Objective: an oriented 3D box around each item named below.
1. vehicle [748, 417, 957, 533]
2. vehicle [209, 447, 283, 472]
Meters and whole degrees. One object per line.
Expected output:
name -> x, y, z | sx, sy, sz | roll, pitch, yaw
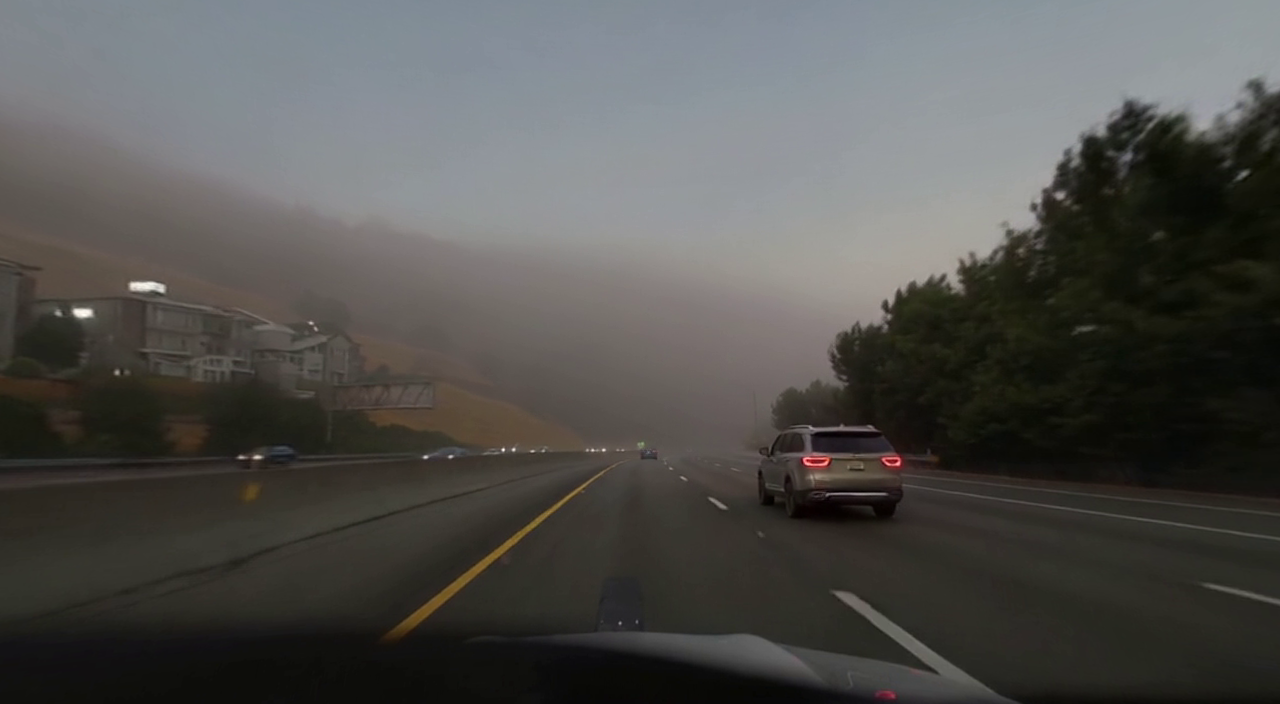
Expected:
vehicle -> 3.677, 2.245, 12.061 | 2.318, 1.766, 4.587 | 0, -9, -1
vehicle -> -28.051, 7.624, 45.009 | 2.026, 1.649, 4.651 | -1, -9, 5
